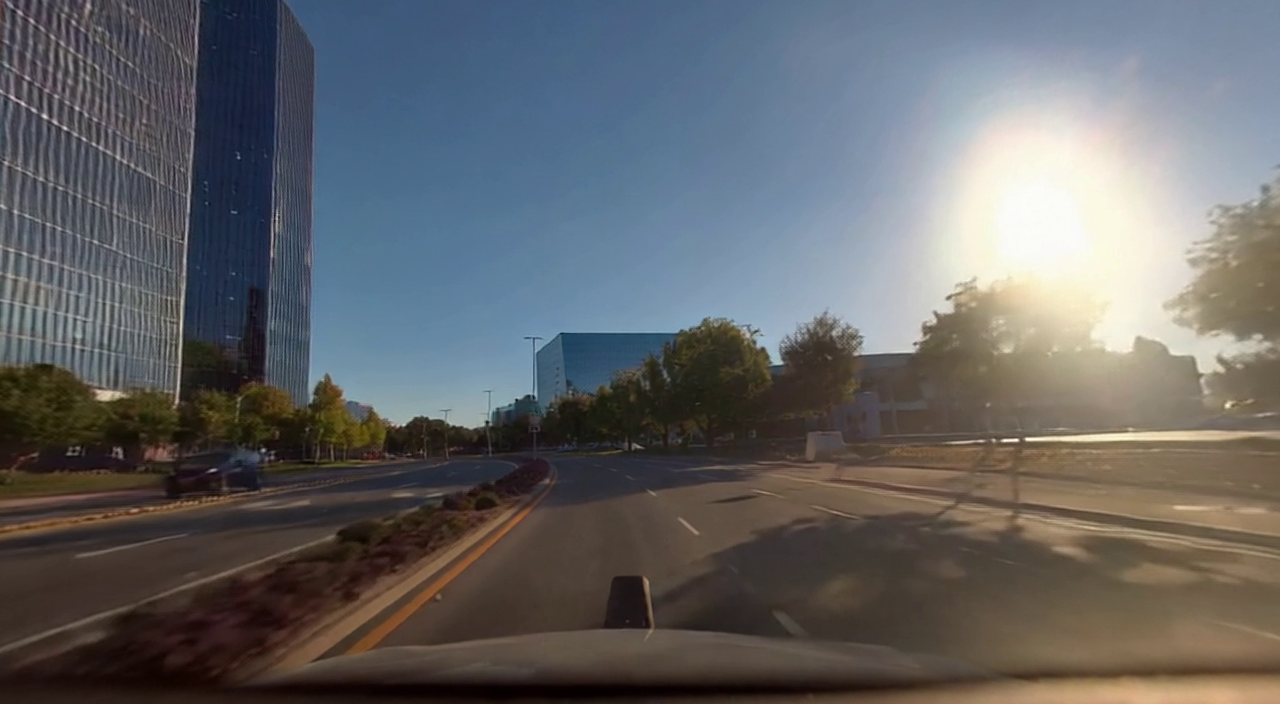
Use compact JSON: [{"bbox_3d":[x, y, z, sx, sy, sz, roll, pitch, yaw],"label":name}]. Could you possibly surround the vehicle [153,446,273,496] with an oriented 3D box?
[{"bbox_3d":[-17.037,4.716,25.485,2.091,1.809,4.550,1,-9,-7],"label":"vehicle"}]
